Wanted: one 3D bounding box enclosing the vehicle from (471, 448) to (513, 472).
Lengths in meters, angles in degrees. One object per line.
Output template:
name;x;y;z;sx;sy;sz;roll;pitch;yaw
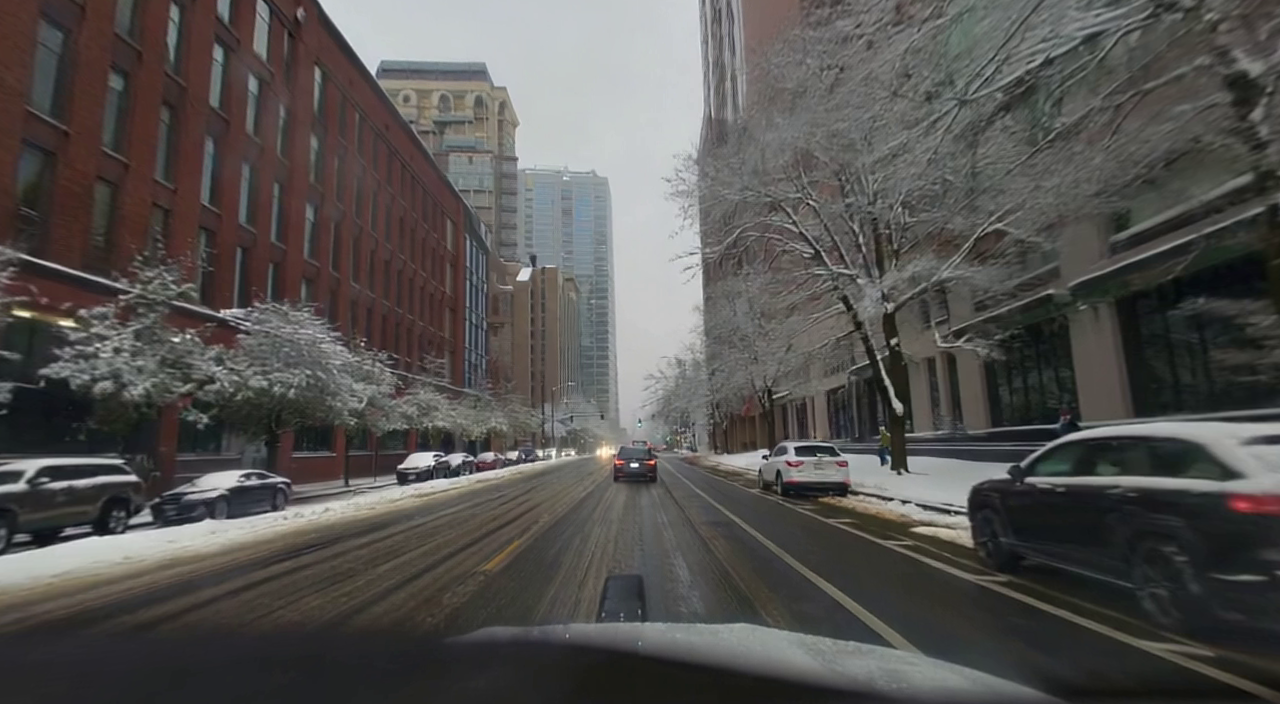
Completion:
vehicle;-11.575;8.464;49.675;2.077;1.732;4.704;0;-8;1

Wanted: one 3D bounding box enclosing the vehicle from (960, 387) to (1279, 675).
vehicle;4.956;1.336;5.522;2.071;1.730;4.298;0;-8;1

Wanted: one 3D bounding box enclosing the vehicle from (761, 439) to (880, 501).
vehicle;5.030;3.337;18.329;2.075;1.584;4.201;0;-8;-2

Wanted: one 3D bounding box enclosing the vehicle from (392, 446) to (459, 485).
vehicle;-11.777;6.220;35.047;2.114;1.938;4.590;-1;-8;0

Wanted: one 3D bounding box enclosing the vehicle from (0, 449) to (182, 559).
vehicle;-11.818;2.924;12.299;2.223;1.807;5.061;-6;-8;-3

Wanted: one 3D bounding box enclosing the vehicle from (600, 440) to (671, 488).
vehicle;-0.135;3.850;22.063;2.269;1.479;3.980;0;-8;0

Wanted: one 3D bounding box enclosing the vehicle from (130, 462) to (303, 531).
vehicle;-11.527;3.917;17.682;1.917;1.408;4.454;-4;-8;-2
